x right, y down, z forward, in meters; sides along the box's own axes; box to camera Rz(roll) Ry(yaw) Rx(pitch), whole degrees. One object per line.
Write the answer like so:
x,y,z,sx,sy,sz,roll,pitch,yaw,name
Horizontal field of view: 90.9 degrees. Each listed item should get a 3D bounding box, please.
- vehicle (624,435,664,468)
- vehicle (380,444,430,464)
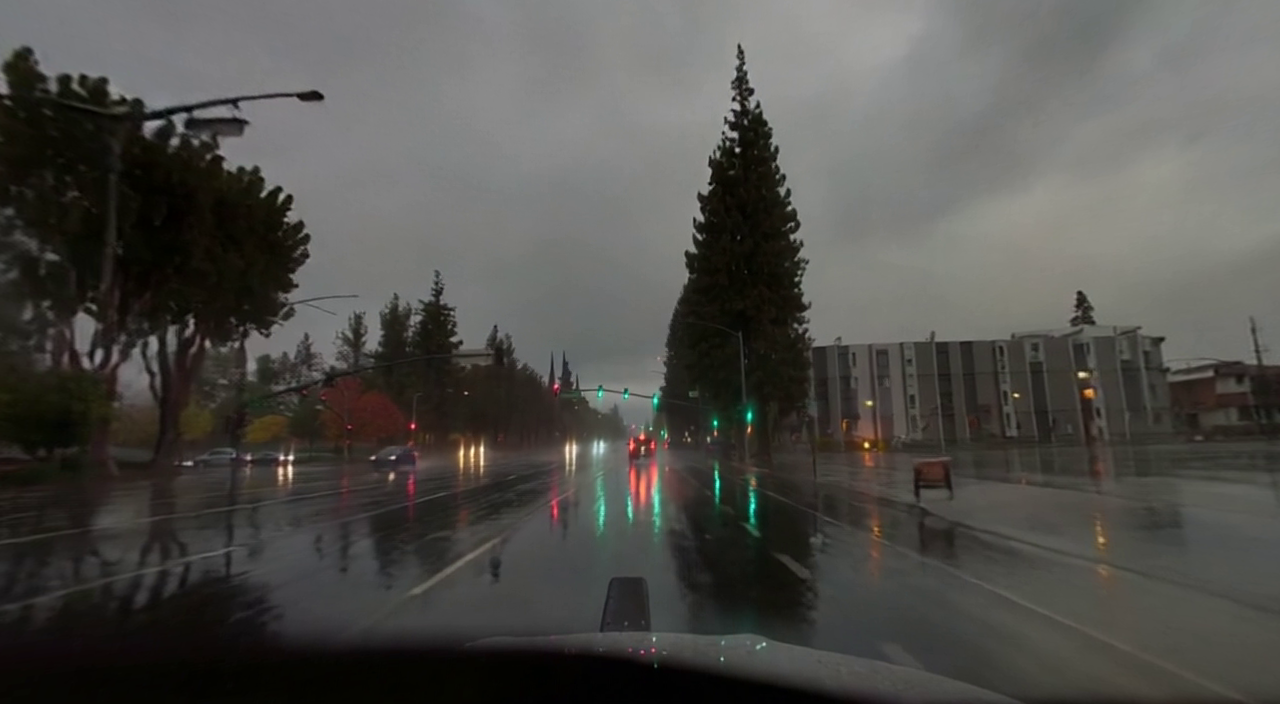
0.214,5.673,36.126,2.169,1.751,4.276,0,-9,0,vehicle
-17.846,7.729,48.115,1.986,1.438,4.620,0,-9,0,vehicle
